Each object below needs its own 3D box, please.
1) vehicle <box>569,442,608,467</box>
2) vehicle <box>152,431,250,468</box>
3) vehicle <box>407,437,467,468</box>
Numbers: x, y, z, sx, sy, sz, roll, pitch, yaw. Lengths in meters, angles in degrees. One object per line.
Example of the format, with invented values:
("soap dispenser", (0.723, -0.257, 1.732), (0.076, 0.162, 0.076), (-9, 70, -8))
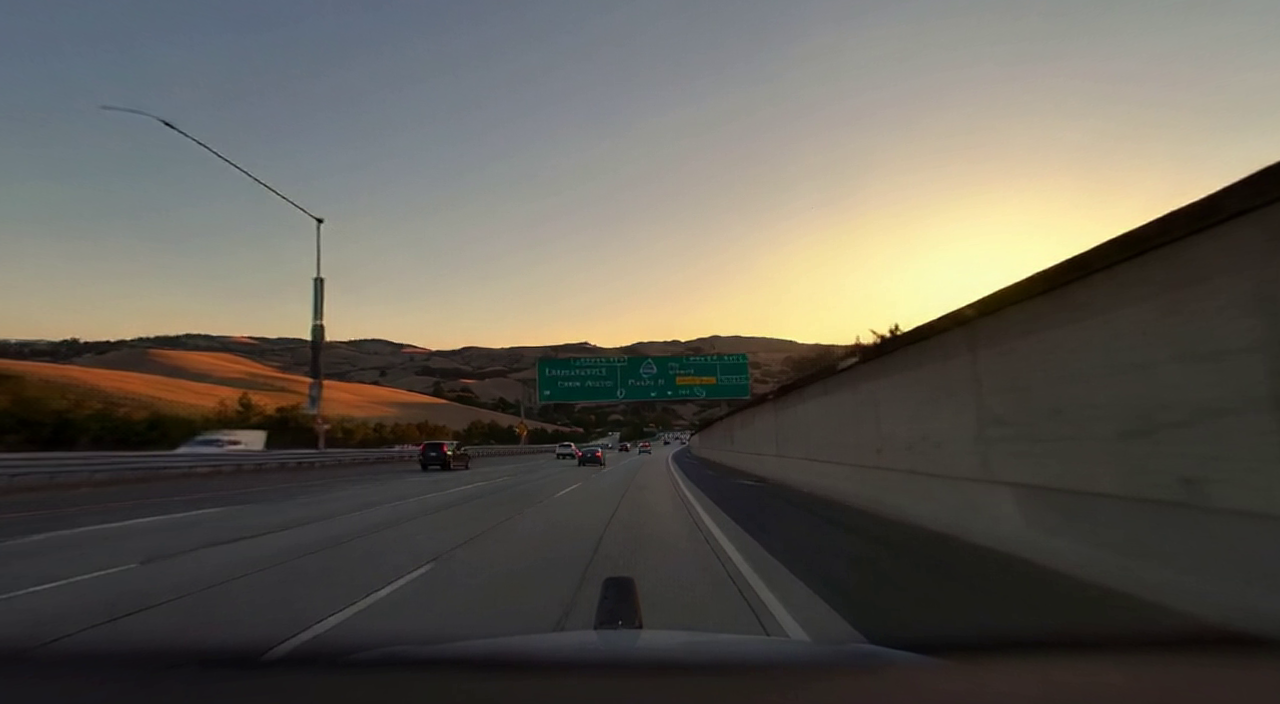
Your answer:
("vehicle", (-3.149, 6.353, 39.374), (1.931, 1.492, 4.076), (0, -8, 2))
("vehicle", (-32.697, 7.289, 47.351), (2.219, 2.546, 6.742), (-1, -8, 2))
("vehicle", (-12.676, 6.292, 39.769), (2.076, 1.766, 4.831), (0, -8, 2))
